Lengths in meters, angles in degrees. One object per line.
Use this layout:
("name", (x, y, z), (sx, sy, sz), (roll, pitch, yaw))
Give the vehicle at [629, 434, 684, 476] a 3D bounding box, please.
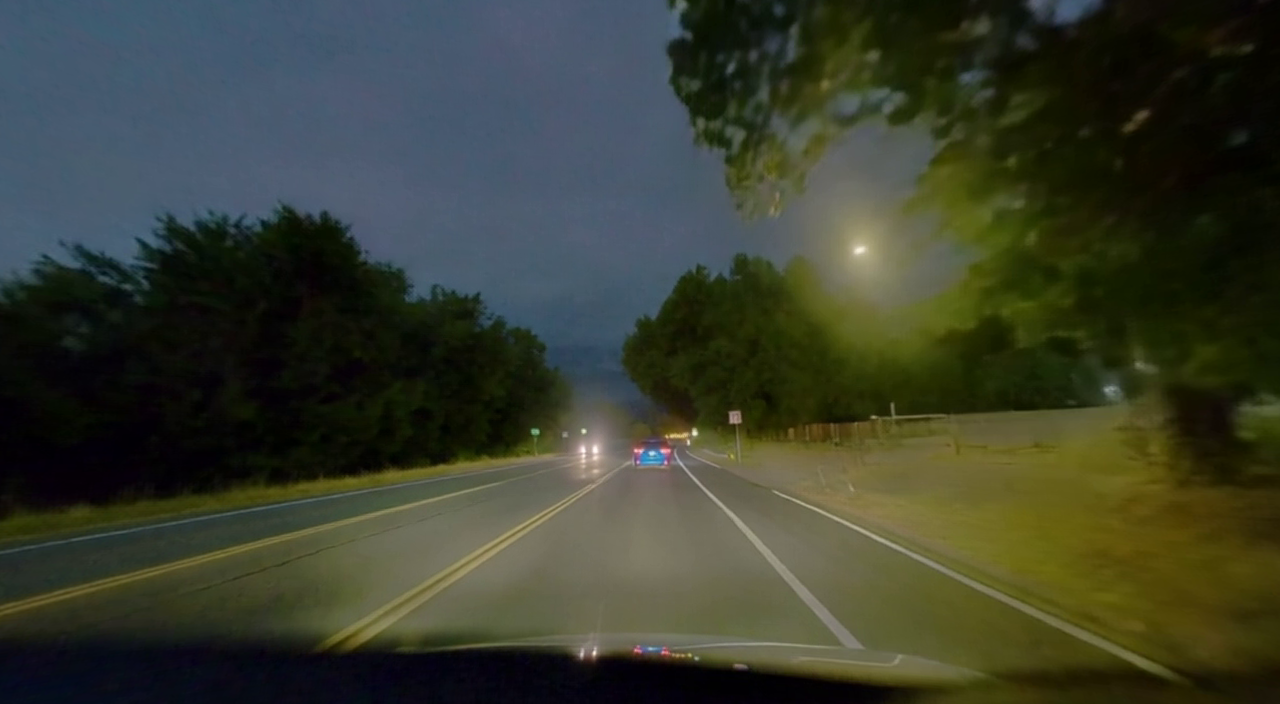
("vehicle", (0.737, 4.622, 28.585), (2.294, 1.708, 4.110), (0, -8, 2))
